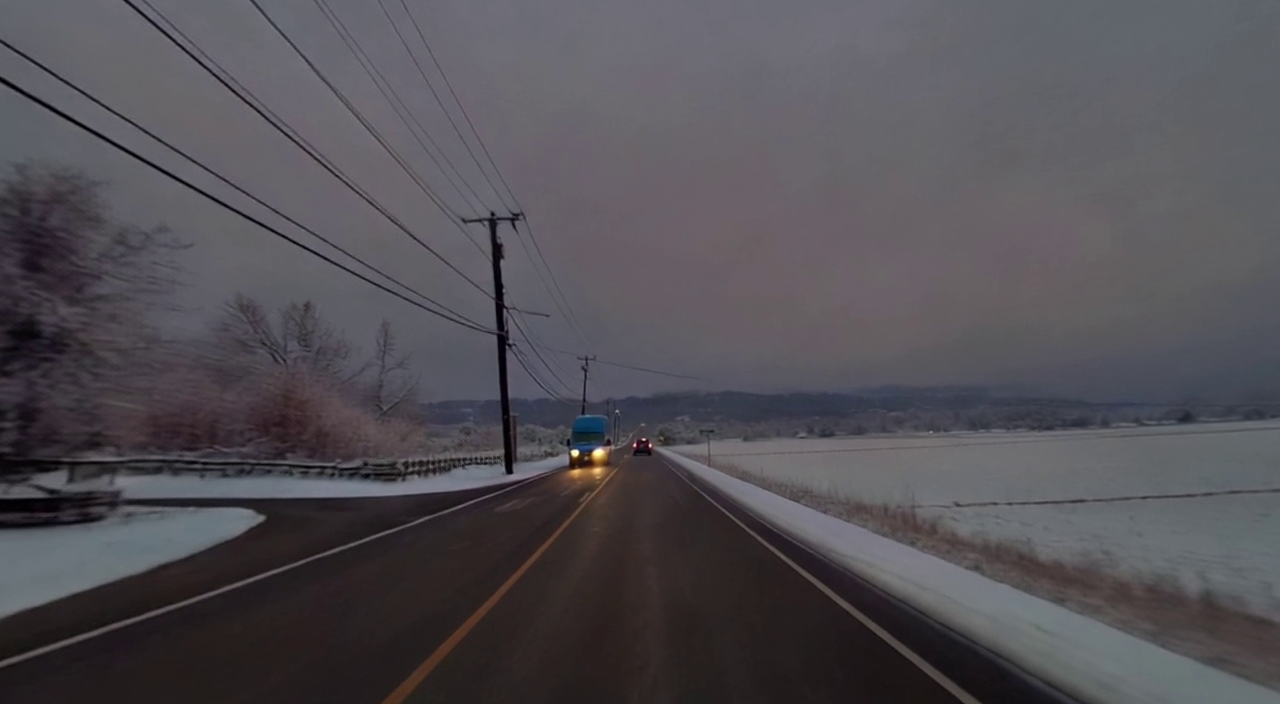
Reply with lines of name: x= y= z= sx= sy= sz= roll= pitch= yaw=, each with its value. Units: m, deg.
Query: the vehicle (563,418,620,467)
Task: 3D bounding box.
vehicle: x=-3.343 y=6.607 z=45.556 sx=3.183 sy=3.230 sz=7.566 roll=0 pitch=-8 yaw=2
